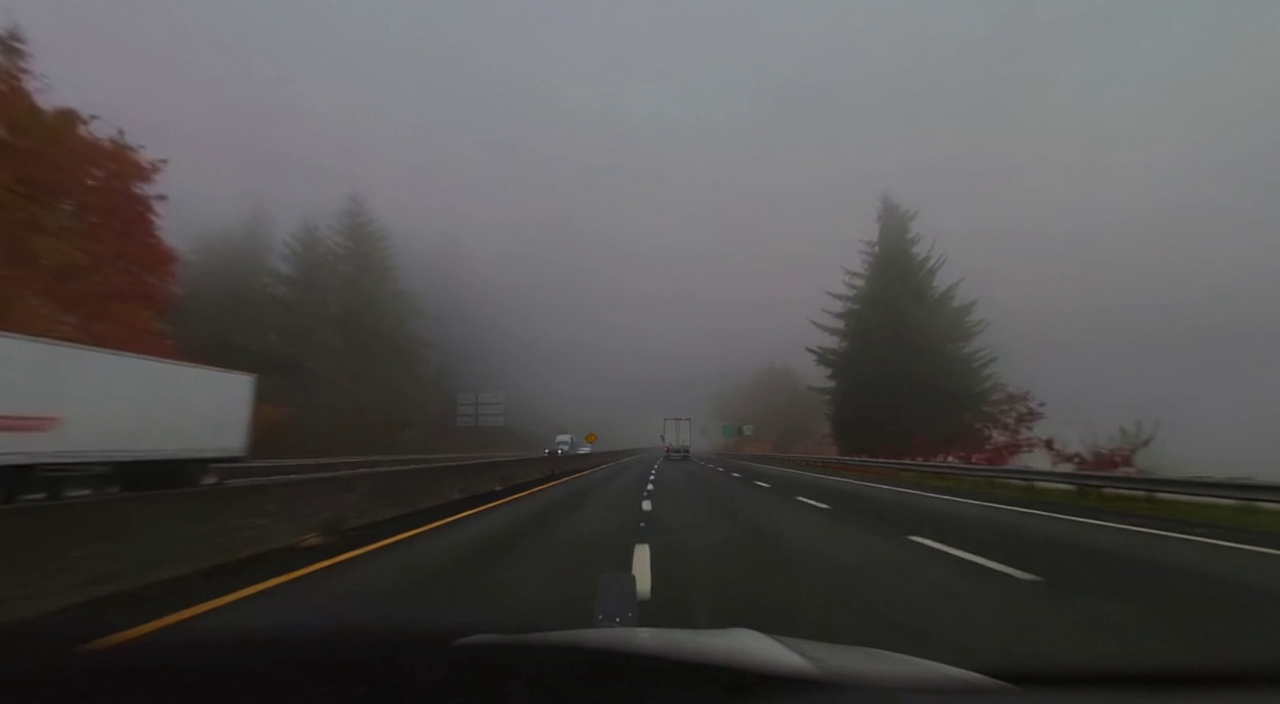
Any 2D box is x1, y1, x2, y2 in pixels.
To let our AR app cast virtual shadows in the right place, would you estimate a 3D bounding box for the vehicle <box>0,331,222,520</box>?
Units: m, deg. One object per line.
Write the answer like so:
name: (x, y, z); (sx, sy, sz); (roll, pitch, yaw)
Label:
vehicle: (-14.412, 1.748, 14.349); (2.815, 3.802, 9.551); (-1, -9, 1)
